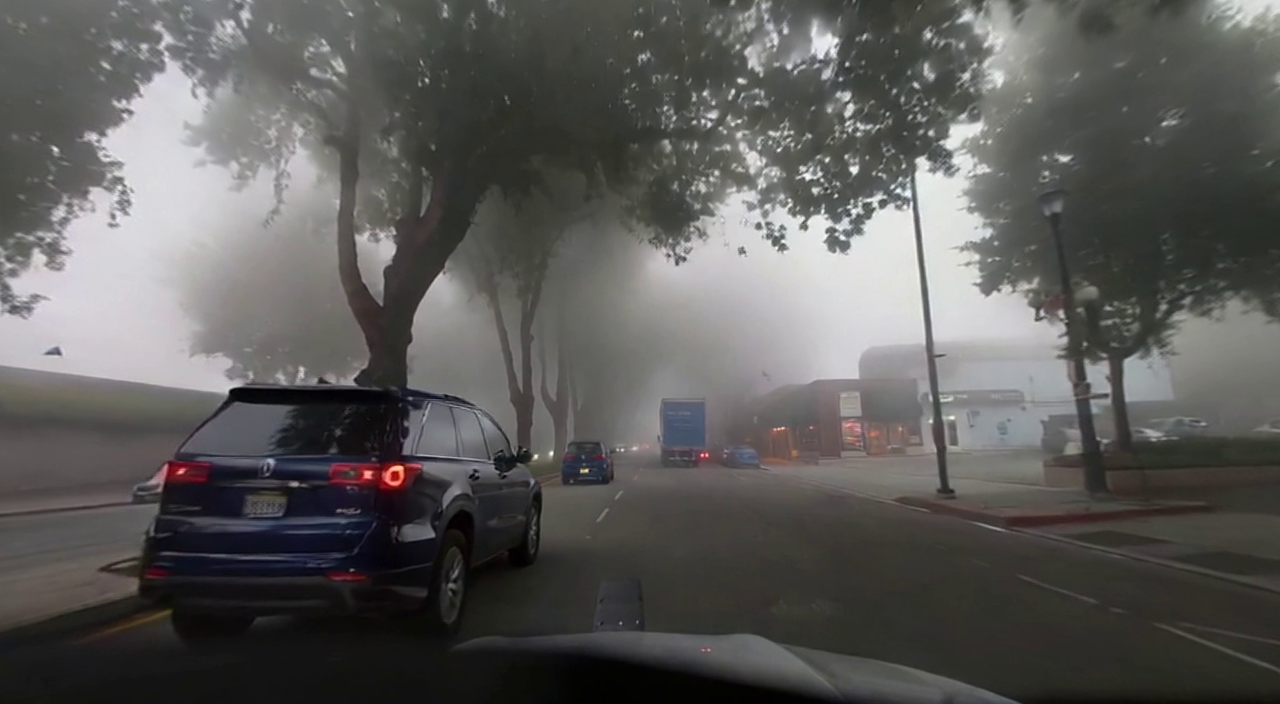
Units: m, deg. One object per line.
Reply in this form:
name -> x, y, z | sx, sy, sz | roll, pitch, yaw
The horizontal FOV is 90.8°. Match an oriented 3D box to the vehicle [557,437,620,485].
vehicle -> -1.957, 4.346, 25.489 | 2.040, 1.711, 4.475 | 0, -8, 2

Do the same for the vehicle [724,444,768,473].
vehicle -> 6.065, 6.130, 36.608 | 1.929, 1.522, 4.158 | -1, -9, 2

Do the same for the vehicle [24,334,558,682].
vehicle -> -2.399, 1.268, 6.243 | 2.293, 2.036, 4.853 | -1, -9, 3

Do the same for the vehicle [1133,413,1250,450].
vehicle -> 29.590, 4.345, 34.145 | 2.007, 1.869, 4.771 | 0, -8, 2

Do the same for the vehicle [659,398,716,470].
vehicle -> 2.990, 5.782, 43.744 | 3.007, 4.206, 12.913 | 0, -8, 1
